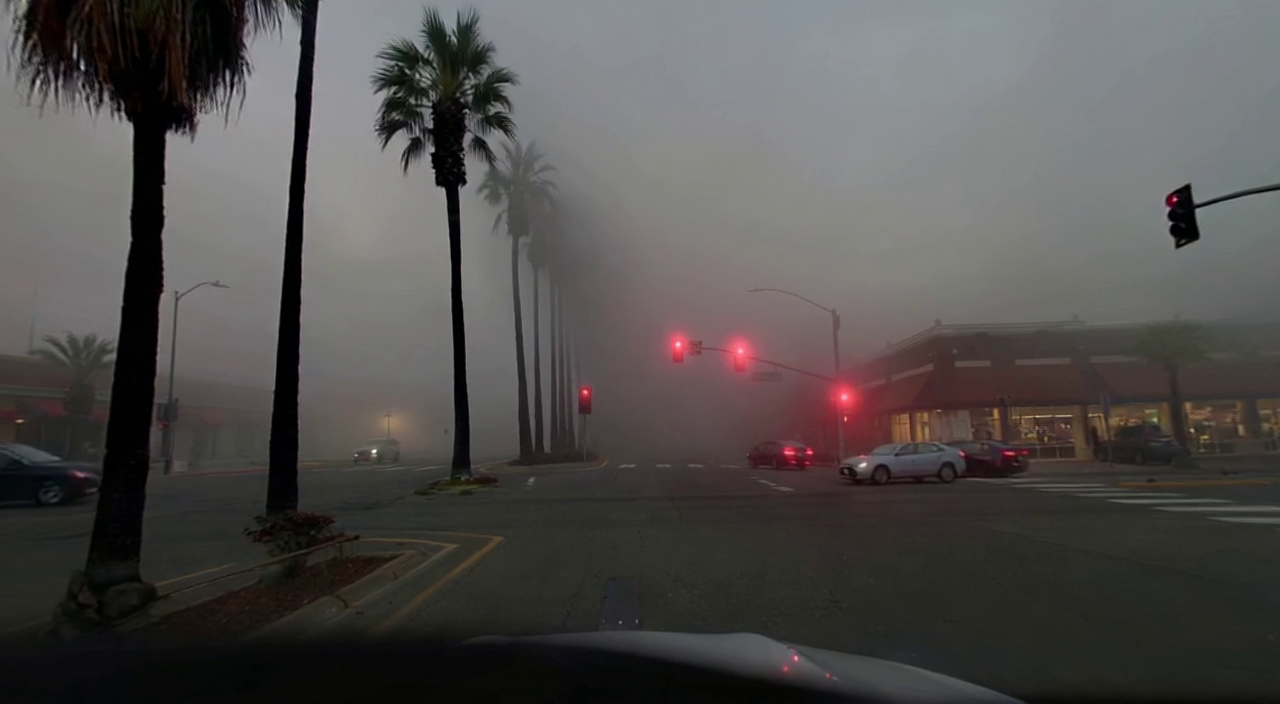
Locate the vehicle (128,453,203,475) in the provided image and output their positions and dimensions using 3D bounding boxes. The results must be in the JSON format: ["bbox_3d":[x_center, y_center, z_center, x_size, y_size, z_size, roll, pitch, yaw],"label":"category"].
[{"bbox_3d":[-37.199,8.802,49.560,2.160,1.565,4.868,0,-8,-1],"label":"vehicle"}]

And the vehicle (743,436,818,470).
[{"bbox_3d":[7.493,5.436,34.064,1.867,1.653,4.596,3,-9,-18],"label":"vehicle"}]

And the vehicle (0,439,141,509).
[{"bbox_3d":[-15.982,3.054,16.003,4.603,1.653,1.999,2,-9,-14],"label":"vehicle"}]

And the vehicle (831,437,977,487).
[{"bbox_3d":[8.698,3.622,20.909,4.035,1.512,1.828,2,-9,-10],"label":"vehicle"}]

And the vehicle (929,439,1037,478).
[{"bbox_3d":[14.706,4.561,27.269,3.826,1.572,1.890,-3,-9,22],"label":"vehicle"}]
